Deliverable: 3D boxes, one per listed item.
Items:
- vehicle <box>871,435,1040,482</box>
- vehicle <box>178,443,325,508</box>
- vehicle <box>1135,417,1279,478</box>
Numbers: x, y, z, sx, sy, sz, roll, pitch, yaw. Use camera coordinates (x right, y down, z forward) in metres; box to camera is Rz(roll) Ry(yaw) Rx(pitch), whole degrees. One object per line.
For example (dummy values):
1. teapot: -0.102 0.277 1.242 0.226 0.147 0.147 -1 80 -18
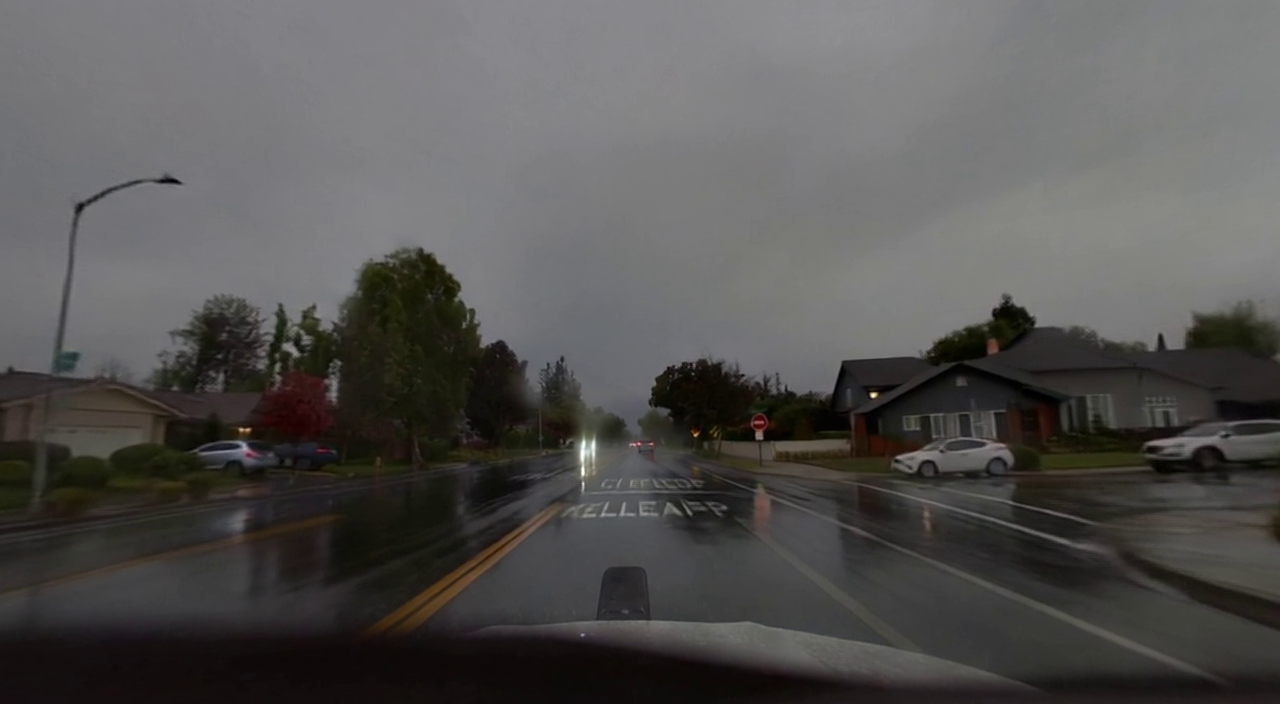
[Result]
1. vehicle: 10.864 3.702 22.125 4.818 1.525 2.163 -1 -9 9
2. vehicle: -12.546 3.966 20.758 1.965 1.653 4.488 -3 -6 1
3. vehicle: 19.577 3.106 20.566 4.754 1.844 2.272 -1 -9 5
